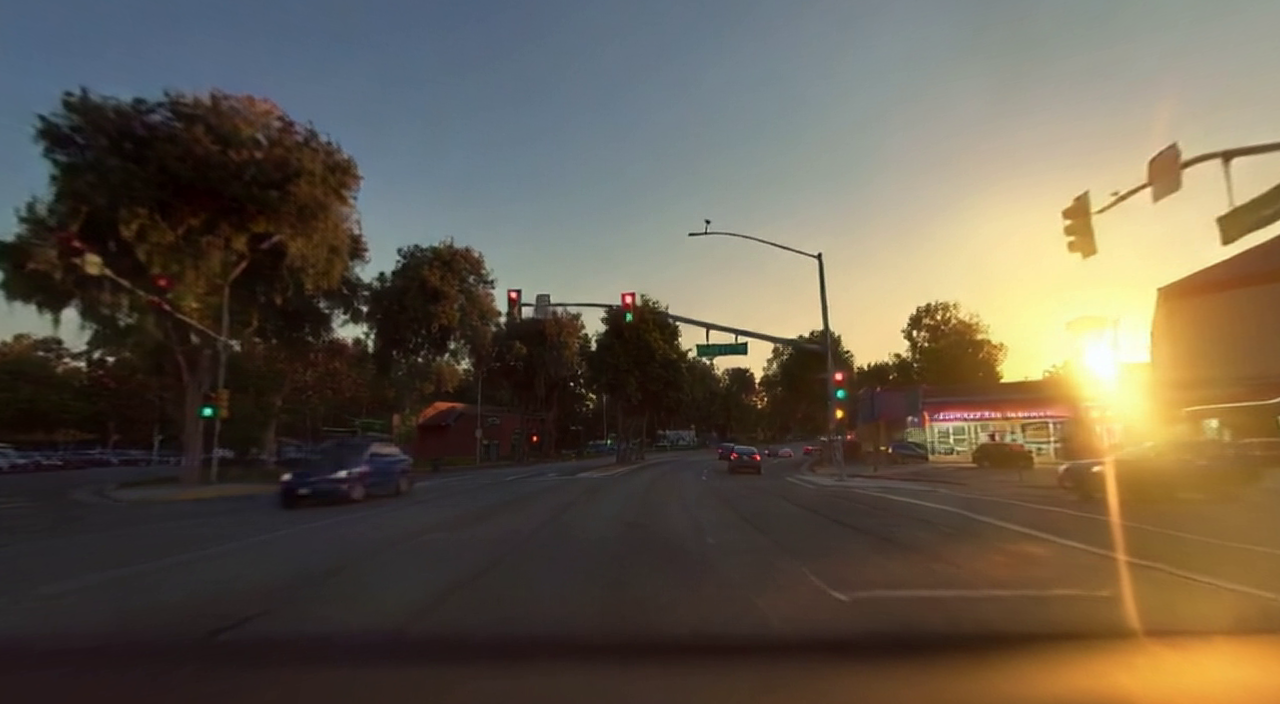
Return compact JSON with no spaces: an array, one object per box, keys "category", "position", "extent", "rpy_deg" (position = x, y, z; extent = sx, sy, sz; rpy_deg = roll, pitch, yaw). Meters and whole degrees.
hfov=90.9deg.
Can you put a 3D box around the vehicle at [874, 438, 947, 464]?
[{"category":"vehicle","position":[19.654,7.211,46.086],"extent":[4.557,1.825,2.350],"rpy_deg":[-3,-9,16]}]

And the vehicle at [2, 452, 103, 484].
[{"category":"vehicle","position":[-36.959,7.284,39.821],"extent":[2.122,1.801,4.427],"rpy_deg":[0,-9,-2]}]

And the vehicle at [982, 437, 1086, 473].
[{"category":"vehicle","position":[21.175,5.525,33.899],"extent":[4.707,1.790,2.357],"rpy_deg":[4,-9,-23]}]

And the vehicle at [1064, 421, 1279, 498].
[{"category":"vehicle","position":[14.856,2.925,17.368],"extent":[4.713,1.969,2.201],"rpy_deg":[0,-9,-2]}]

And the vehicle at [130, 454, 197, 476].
[{"category":"vehicle","position":[-34.276,8.117,45.491],"extent":[1.702,1.407,4.019],"rpy_deg":[0,-9,-1]}]

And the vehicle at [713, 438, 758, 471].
[{"category":"vehicle","position":[5.299,5.662,34.946],"extent":[2.311,1.715,4.287],"rpy_deg":[-1,-9,8]}]

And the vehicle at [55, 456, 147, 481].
[{"category":"vehicle","position":[-34.478,7.436,40.478],"extent":[1.802,1.442,4.601],"rpy_deg":[0,-9,1]}]

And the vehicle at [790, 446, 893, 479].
[{"category":"vehicle","position":[9.695,5.333,30.697],"extent":[1.938,1.466,4.434],"rpy_deg":[6,-11,-35]}]

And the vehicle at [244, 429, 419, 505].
[{"category":"vehicle","position":[-7.858,2.967,16.671],"extent":[2.309,1.702,4.323],"rpy_deg":[0,-9,2]}]
